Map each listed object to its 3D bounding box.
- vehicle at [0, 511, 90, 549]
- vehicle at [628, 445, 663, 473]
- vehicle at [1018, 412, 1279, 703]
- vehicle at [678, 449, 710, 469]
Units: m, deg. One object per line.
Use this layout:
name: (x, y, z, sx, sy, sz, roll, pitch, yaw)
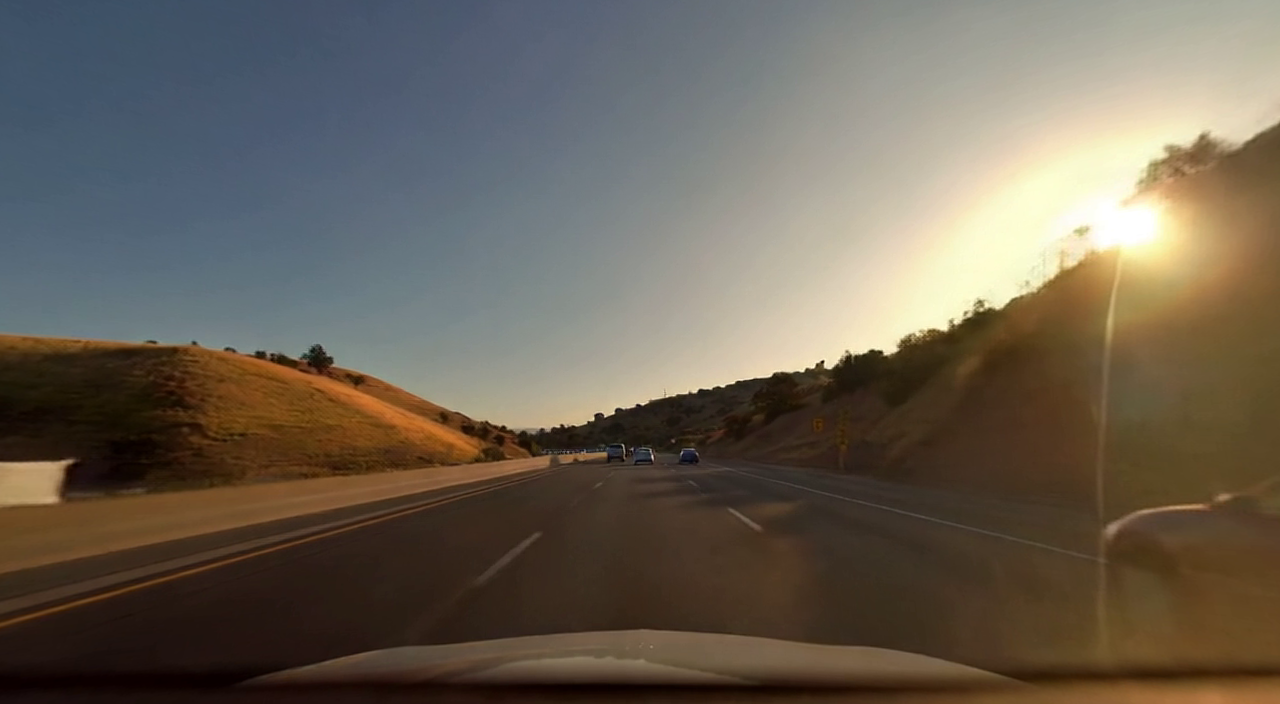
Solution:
vehicle: (-32.258, 9.513, 33.955, 1.678, 1.496, 3.845, 0, -9, 1)
vehicle: (0.310, 6.441, 38.174, 1.986, 1.576, 4.312, 0, -9, 0)
vehicle: (3.778, 0.960, 2.317, 2.020, 1.500, 4.416, 0, -9, 0)
vehicle: (3.958, 7.909, 46.662, 1.976, 1.352, 3.602, 0, -9, 0)
